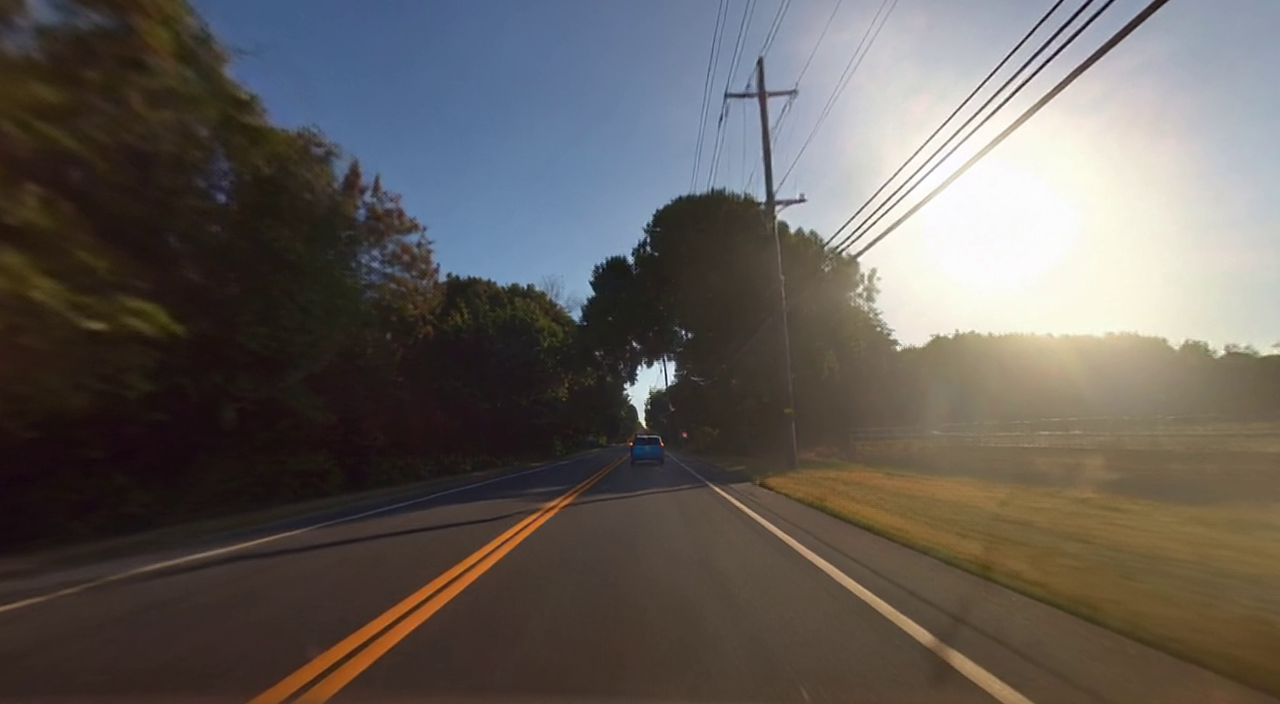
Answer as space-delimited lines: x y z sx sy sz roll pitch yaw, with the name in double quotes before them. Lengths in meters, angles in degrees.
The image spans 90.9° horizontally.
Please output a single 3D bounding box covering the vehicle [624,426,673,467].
"vehicle" 0.435 5.052 33.863 2.468 2.056 4.422 0 -8 0
